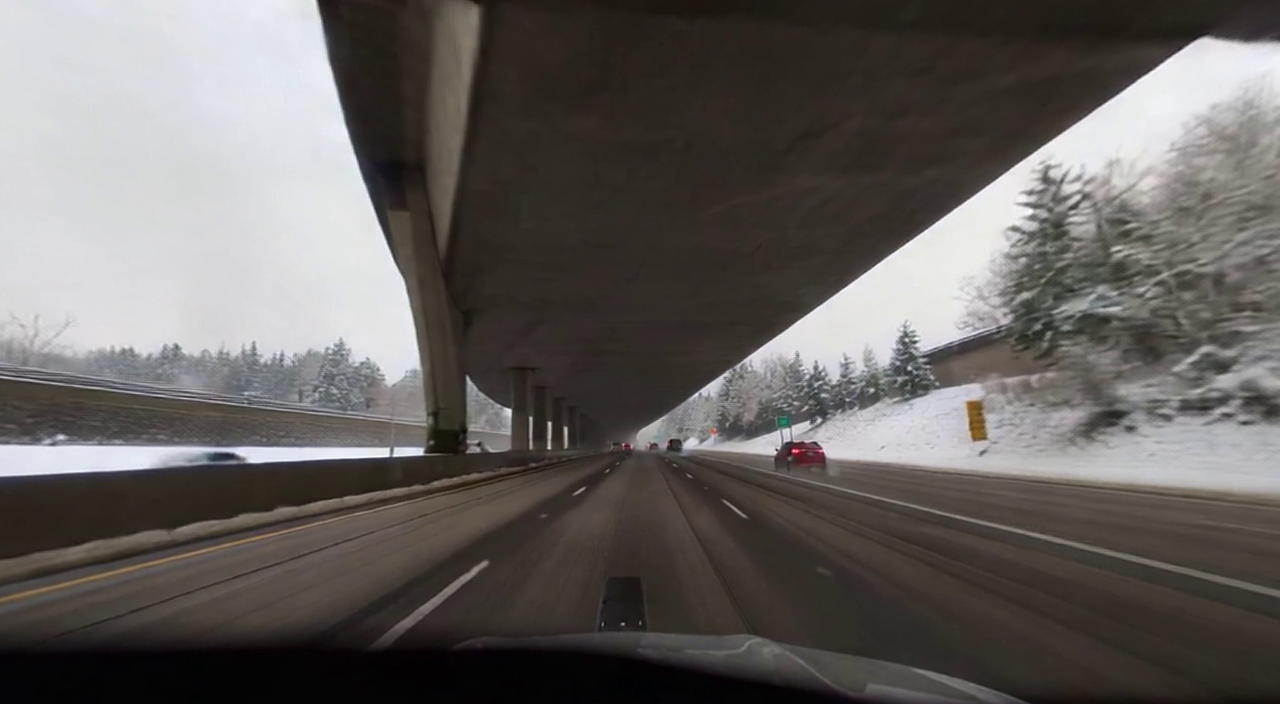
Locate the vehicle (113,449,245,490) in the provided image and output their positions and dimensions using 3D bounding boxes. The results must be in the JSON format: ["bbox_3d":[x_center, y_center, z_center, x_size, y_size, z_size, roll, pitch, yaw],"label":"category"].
[{"bbox_3d":[-18.794,4.785,26.039,1.953,1.469,4.574,0,-8,0],"label":"vehicle"}]

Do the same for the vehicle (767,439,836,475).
[{"bbox_3d":[7.240,4.754,28.816,1.914,1.465,4.574,0,-8,0],"label":"vehicle"}]
